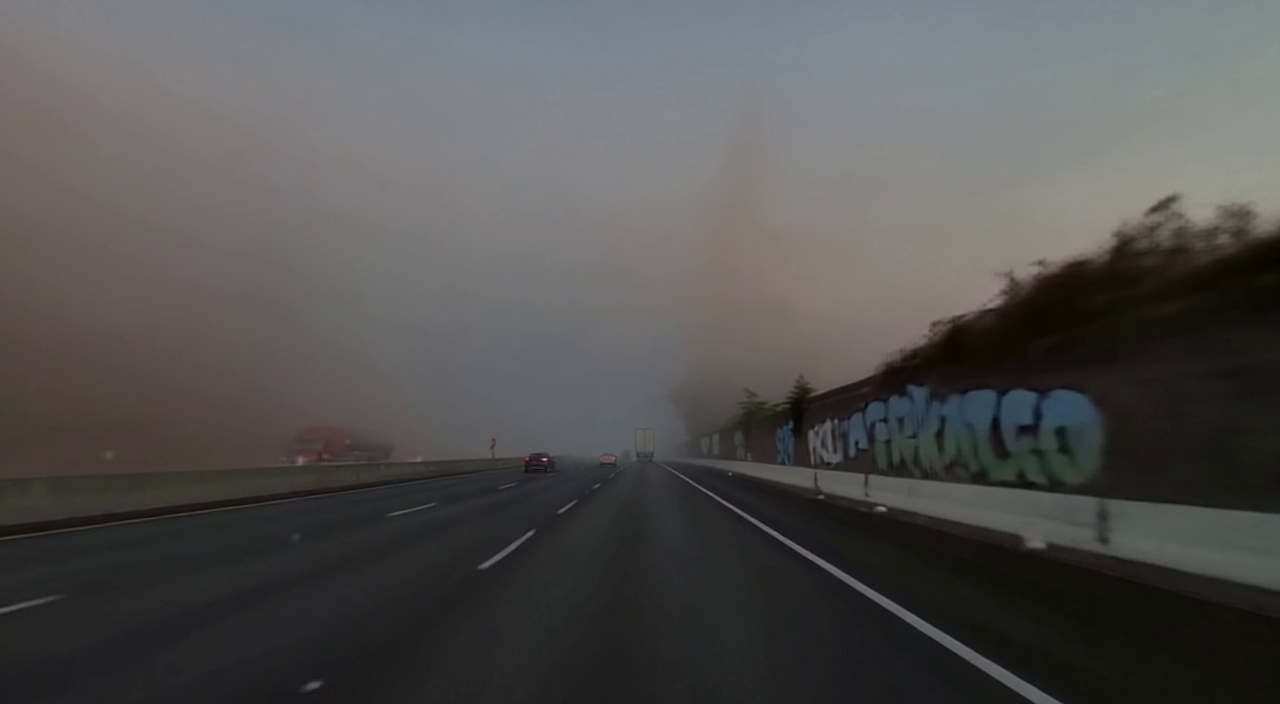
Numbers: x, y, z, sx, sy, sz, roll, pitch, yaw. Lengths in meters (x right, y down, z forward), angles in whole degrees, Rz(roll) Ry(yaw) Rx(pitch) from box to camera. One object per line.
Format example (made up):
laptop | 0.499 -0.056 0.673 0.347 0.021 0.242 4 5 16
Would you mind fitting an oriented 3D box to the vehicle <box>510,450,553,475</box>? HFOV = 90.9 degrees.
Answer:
vehicle | -6.627 6.767 38.672 2.027 1.431 3.033 0 -9 1
